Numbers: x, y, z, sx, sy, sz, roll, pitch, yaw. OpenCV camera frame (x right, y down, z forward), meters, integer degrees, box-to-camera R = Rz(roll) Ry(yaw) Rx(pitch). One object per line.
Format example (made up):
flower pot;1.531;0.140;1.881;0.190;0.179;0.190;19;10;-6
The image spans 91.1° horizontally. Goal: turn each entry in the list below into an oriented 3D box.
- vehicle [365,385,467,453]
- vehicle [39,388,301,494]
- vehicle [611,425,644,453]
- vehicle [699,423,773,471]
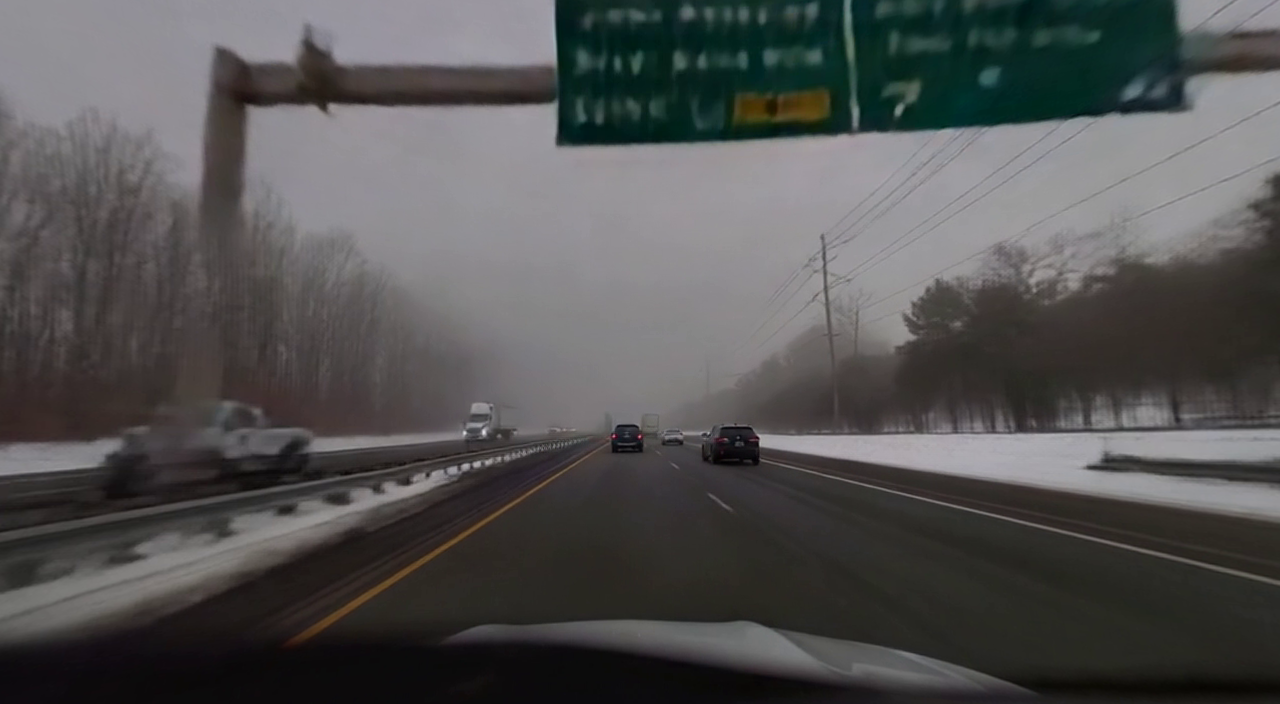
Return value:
vehicle;-13.524;4.284;39.127;3.066;3.694;9.874;0;-8;-2
vehicle;-9.059;1.779;12.734;1.996;1.760;4.273;0;-8;-1
vehicle;-0.794;5.546;40.109;2.019;1.642;3.790;0;-8;-1
vehicle;3.421;3.470;23.148;2.062;1.581;3.914;0;-8;-1
